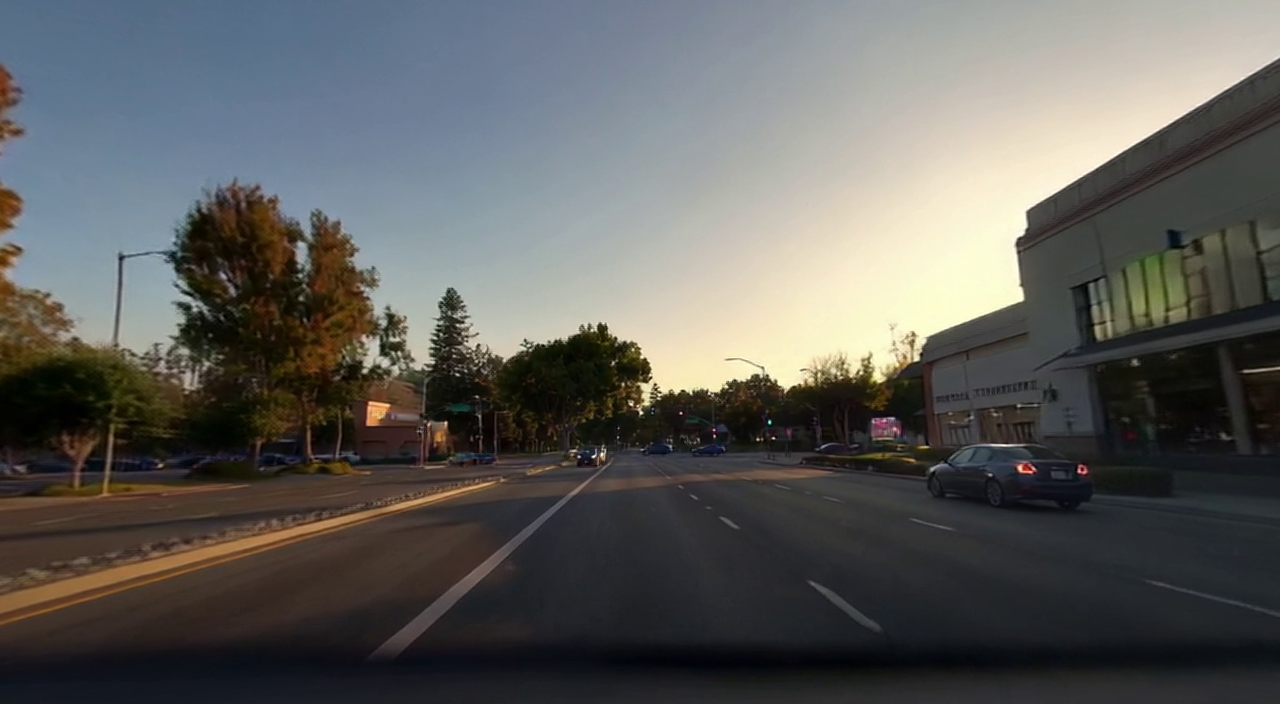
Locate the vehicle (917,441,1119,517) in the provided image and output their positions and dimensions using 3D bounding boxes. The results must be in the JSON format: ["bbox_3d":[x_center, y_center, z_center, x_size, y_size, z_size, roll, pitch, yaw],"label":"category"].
[{"bbox_3d":[8.340,2.799,14.516,1.936,1.460,4.258,0,-8,-1],"label":"vehicle"}]
